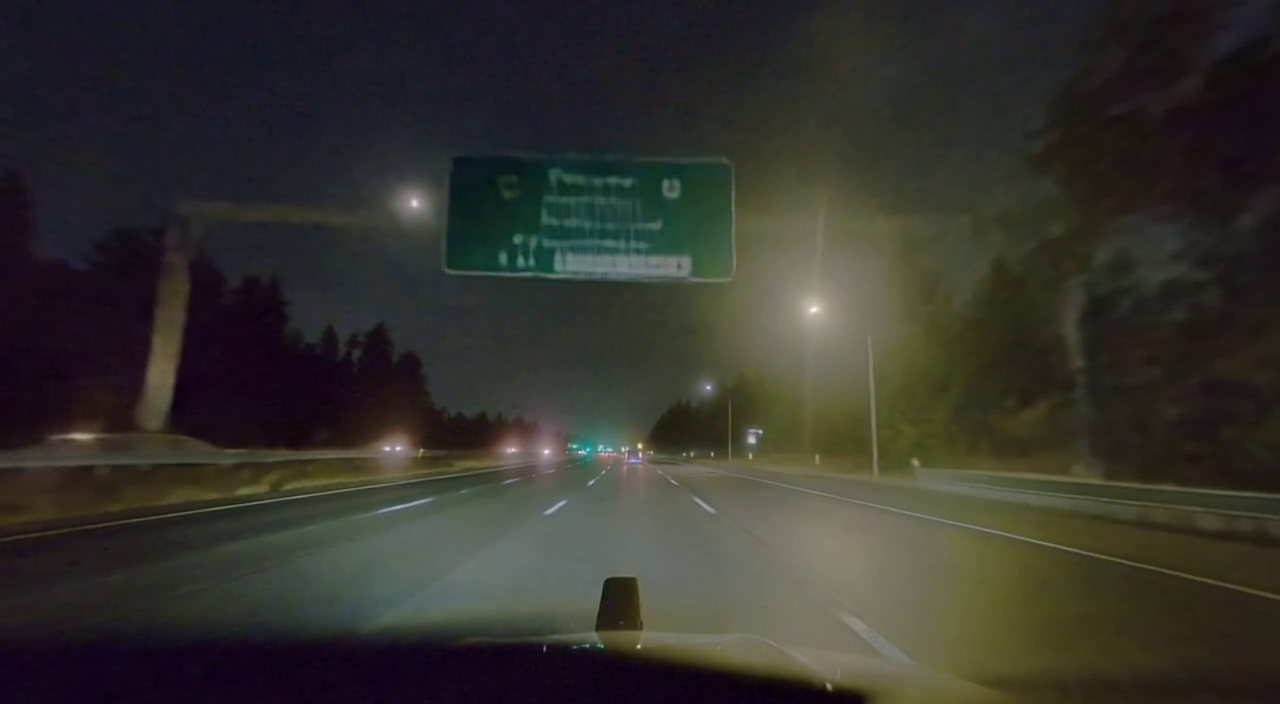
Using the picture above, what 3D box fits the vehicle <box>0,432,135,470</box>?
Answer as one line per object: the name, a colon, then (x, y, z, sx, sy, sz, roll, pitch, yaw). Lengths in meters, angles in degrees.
vehicle: (-25.413, 4.429, 28.198, 1.955, 1.537, 4.457, 0, -9, -1)
